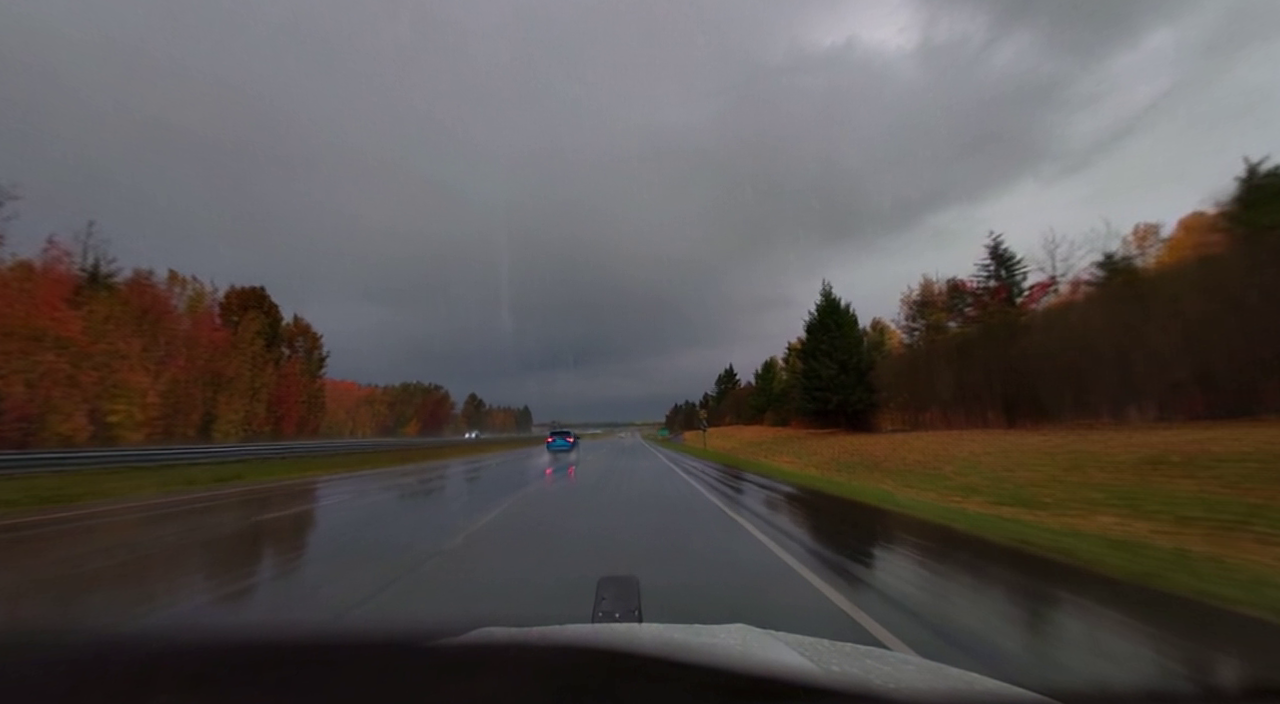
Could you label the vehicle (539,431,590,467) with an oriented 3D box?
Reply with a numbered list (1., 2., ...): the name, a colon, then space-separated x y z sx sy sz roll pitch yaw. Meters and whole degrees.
1. vehicle: -3.692 4.803 31.430 2.057 1.666 4.552 0 -8 -1
